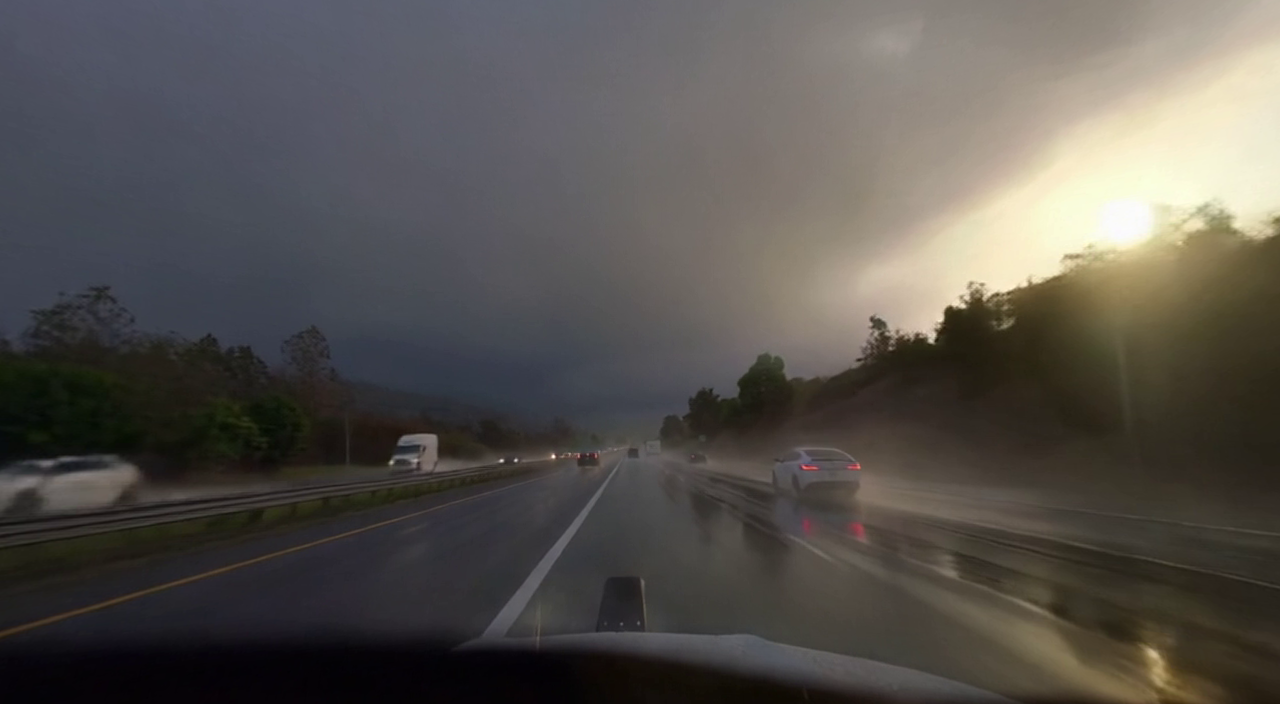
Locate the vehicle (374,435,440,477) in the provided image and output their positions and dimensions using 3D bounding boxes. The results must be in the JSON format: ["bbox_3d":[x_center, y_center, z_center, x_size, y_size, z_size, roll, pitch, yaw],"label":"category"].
[{"bbox_3d":[-15.486,6.932,42.346,2.246,2.611,5.858,0,-9,-1],"label":"vehicle"}]

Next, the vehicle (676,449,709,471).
[{"bbox_3d":[3.586,7.459,43.762,1.846,1.480,3.694,0,-9,-2],"label":"vehicle"}]

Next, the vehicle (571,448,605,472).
[{"bbox_3d":[-3.446,7.252,42.411,2.021,1.507,4.272,0,-9,-1],"label":"vehicle"}]

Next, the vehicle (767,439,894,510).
[{"bbox_3d":[4.683,3.060,16.136,1.903,1.566,3.866,0,-9,-2],"label":"vehicle"}]

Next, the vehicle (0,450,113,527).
[{"bbox_3d":[-14.958,3.053,14.242,2.034,1.647,4.778,0,-9,-1],"label":"vehicle"}]
